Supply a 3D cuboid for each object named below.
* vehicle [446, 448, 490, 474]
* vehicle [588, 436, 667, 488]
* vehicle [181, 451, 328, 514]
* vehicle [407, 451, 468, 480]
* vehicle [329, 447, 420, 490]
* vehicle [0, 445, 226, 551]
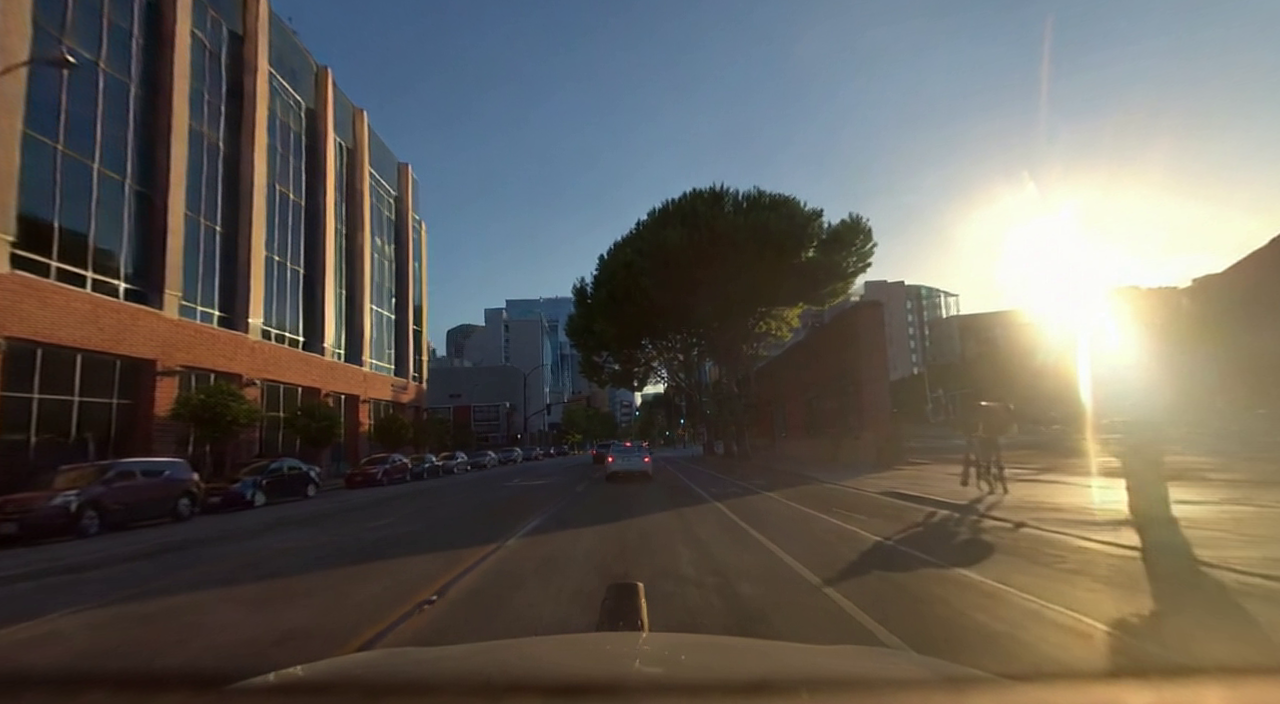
[{"bbox_3d":[-12.089,7.653,44.672,1.976,1.577,4.091,-4,-8,-1],"label":"vehicle"},{"bbox_3d":[-0.370,3.482,20.389,2.269,1.479,3.980,0,-8,0],"label":"vehicle"},{"bbox_3d":[-11.887,3.996,19.902,1.881,1.686,4.451,0,-8,-1],"label":"vehicle"},{"bbox_3d":[-11.766,6.578,37.063,1.991,1.507,4.879,0,-8,0],"label":"vehicle"},{"bbox_3d":[-11.960,5.263,28.907,2.077,1.732,4.704,-1,-8,0],"label":"vehicle"},{"bbox_3d":[-11.968,3.112,14.308,2.114,1.938,4.590,-1,-8,-2],"label":"vehicle"}]
